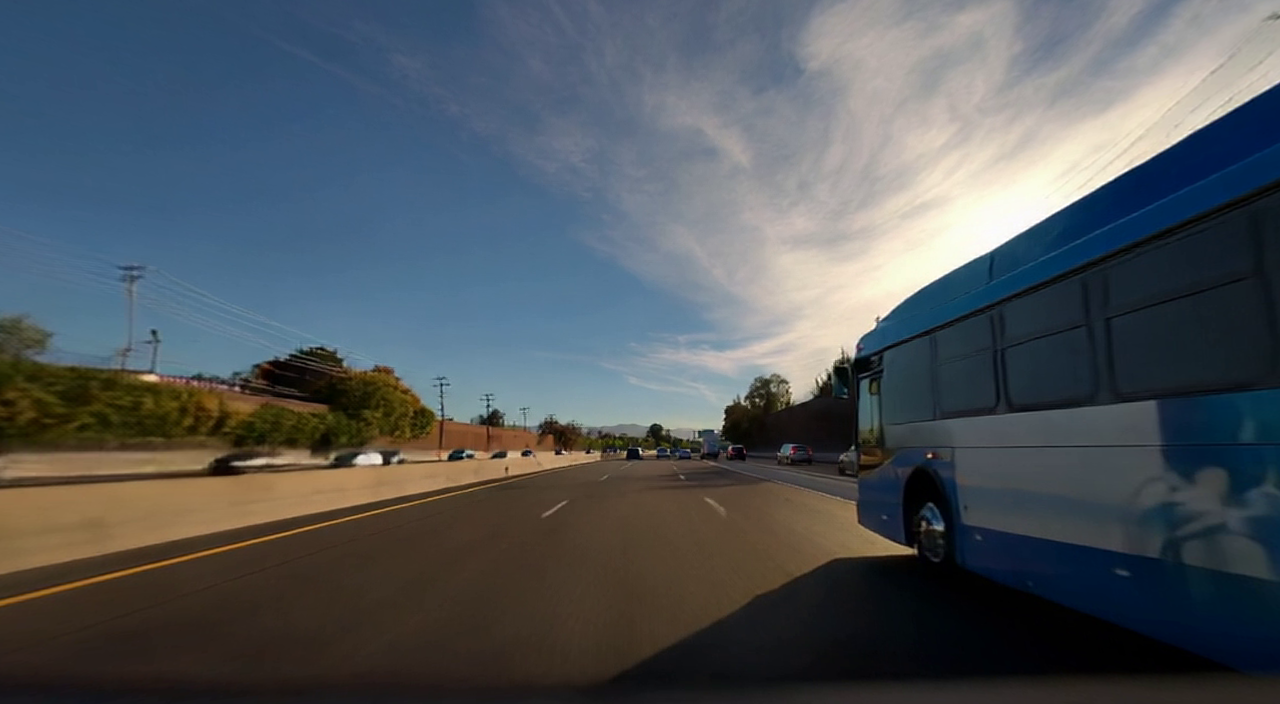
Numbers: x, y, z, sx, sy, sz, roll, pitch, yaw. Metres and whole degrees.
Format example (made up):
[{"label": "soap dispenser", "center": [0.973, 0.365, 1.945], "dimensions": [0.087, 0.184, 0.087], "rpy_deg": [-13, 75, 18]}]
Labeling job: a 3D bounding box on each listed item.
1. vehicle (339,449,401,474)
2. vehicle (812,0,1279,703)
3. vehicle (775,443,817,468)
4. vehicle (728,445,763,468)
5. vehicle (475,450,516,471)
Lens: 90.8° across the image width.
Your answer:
[{"label": "vehicle", "center": [-17.206, 6.997, 40.528], "dimensions": [1.841, 1.472, 4.609], "rpy_deg": [-1, -9, 2]}, {"label": "vehicle", "center": [4.346, -0.027, 2.953], "dimensions": [3.144, 3.580, 14.591], "rpy_deg": [0, -9, 1]}, {"label": "vehicle", "center": [11.781, 7.842, 48.034], "dimensions": [2.151, 1.734, 4.519], "rpy_deg": [0, -9, 1]}, {"label": "vehicle", "center": [8.161, 8.141, 49.318], "dimensions": [2.032, 1.654, 4.089], "rpy_deg": [0, -8, 1]}, {"label": "vehicle", "center": [-10.402, 7.822, 45.852], "dimensions": [1.858, 1.437, 4.376], "rpy_deg": [-1, -9, 1]}]
